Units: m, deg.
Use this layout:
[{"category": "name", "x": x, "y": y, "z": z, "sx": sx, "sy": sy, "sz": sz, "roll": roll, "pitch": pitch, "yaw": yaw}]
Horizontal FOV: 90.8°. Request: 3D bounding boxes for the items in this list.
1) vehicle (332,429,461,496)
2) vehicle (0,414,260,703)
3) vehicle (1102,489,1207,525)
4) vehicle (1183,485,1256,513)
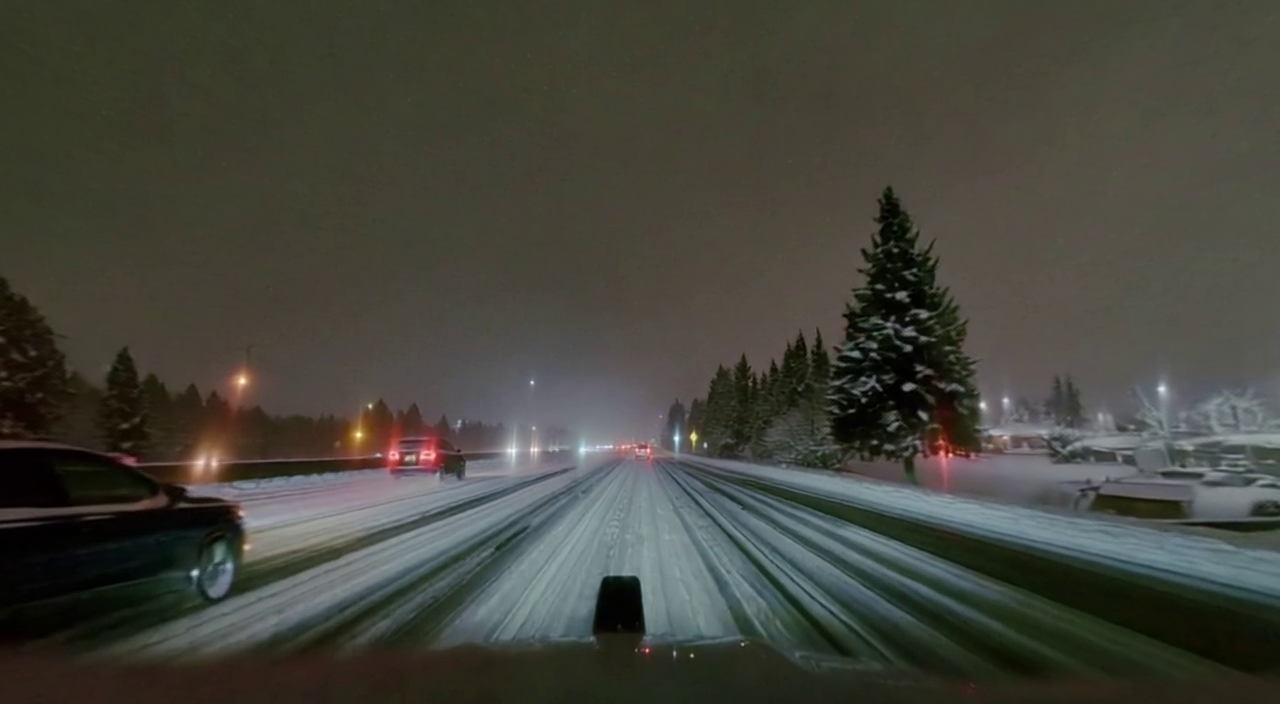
[{"category": "vehicle", "x": -7.375, "y": 3.382, "z": 19.735, "sx": 2.032, "sy": 1.808, "sz": 4.776, "roll": 0, "pitch": -8, "yaw": 1}, {"category": "vehicle", "x": -4.066, "y": 1.008, "z": 2.730, "sx": 1.967, "sy": 1.488, "sz": 4.565, "roll": 0, "pitch": -8, "yaw": 1}, {"category": "vehicle", "x": 33.493, "y": 10.046, "z": 41.296, "sx": 2.108, "sy": 1.784, "sz": 4.918, "roll": 2, "pitch": -8, "yaw": -13}, {"category": "vehicle", "x": 41.006, "y": 10.381, "z": 44.819, "sx": 1.732, "sy": 1.505, "sz": 4.392, "roll": -2, "pitch": -9, "yaw": 13}]
